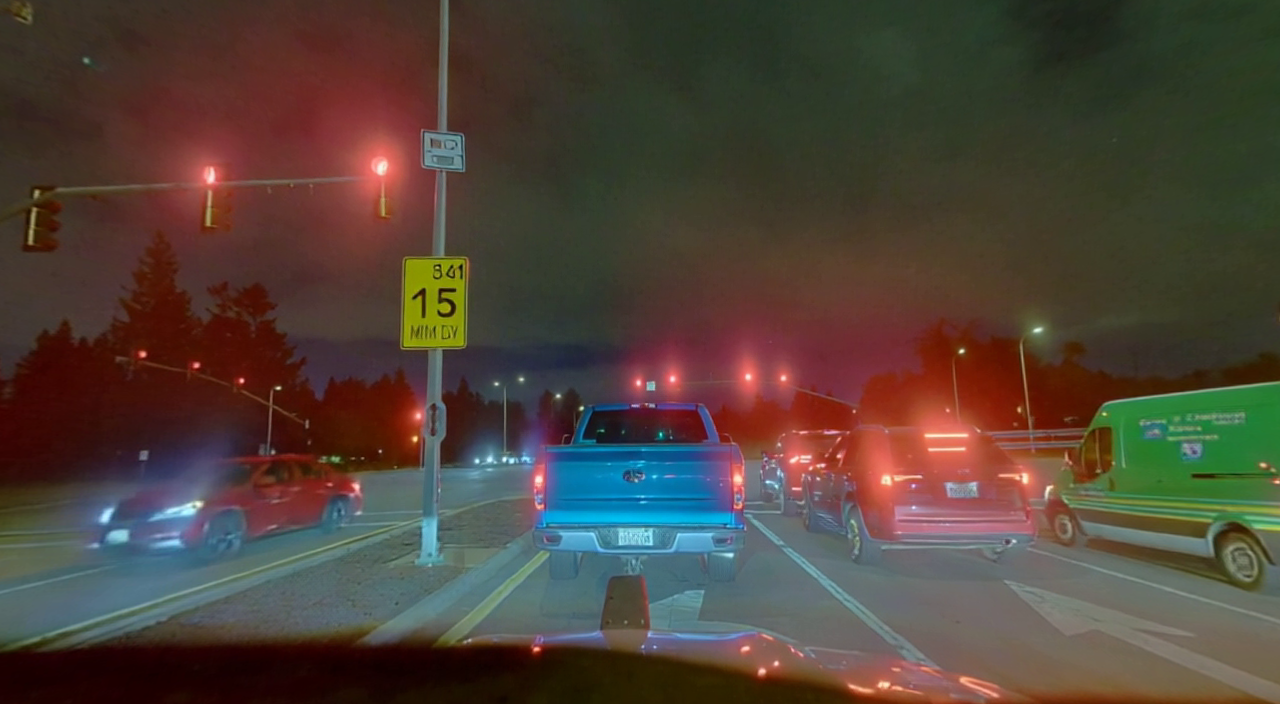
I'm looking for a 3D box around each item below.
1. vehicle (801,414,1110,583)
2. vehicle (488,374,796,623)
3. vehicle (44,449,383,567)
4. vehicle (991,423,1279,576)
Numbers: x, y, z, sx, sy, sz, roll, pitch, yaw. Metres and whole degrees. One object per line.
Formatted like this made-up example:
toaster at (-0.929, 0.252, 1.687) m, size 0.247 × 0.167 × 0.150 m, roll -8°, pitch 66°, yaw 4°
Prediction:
vehicle at (3.578, 1.717, 8.182) m, size 1.981 × 1.616 × 4.006 m, roll 0°, pitch -8°, yaw 1°
vehicle at (0.051, 1.474, 7.345) m, size 2.326 × 1.880 × 4.964 m, roll 0°, pitch -8°, yaw 1°
vehicle at (-7.107, 2.591, 11.457) m, size 2.410 × 1.596 × 4.931 m, roll -1°, pitch -8°, yaw 5°
vehicle at (6.837, 1.740, 8.275) m, size 1.973 × 1.470 × 4.228 m, roll 0°, pitch -8°, yaw 0°
